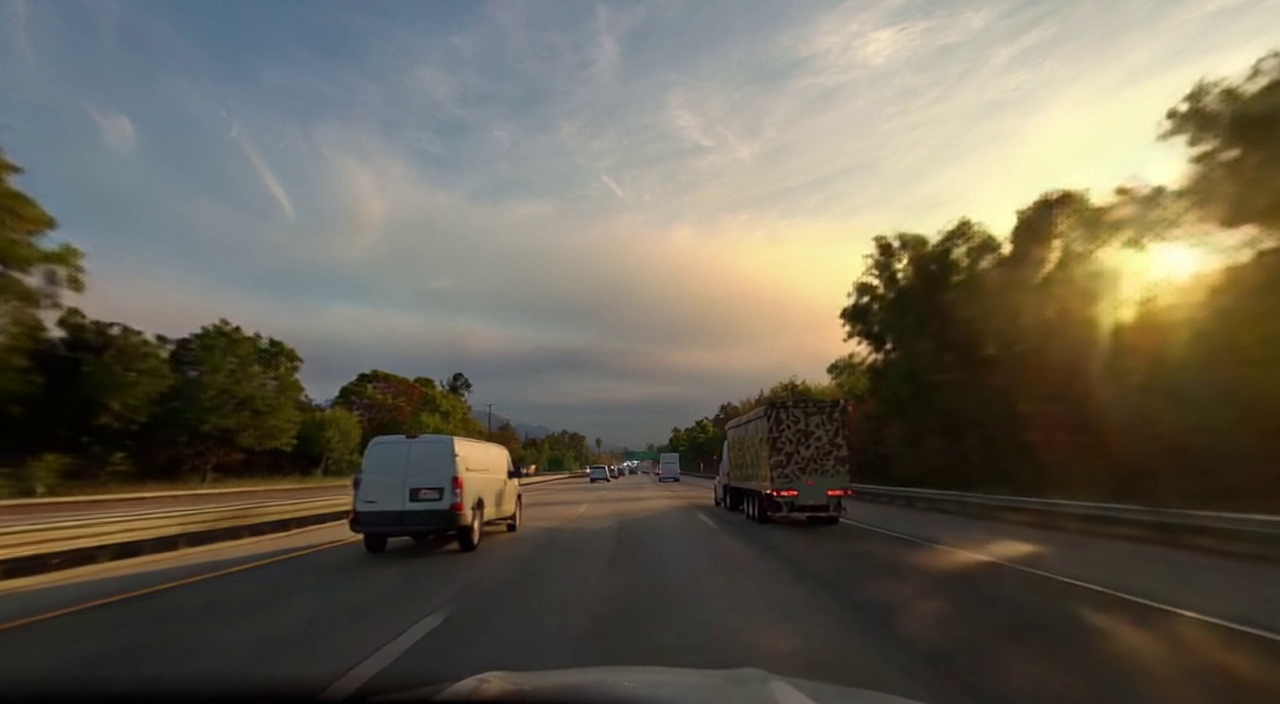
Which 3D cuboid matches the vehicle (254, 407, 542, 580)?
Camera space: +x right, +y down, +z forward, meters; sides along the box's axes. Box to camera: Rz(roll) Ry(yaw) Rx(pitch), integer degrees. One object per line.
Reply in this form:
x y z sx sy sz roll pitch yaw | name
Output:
-3.153 2.074 9.795 2.378 1.930 5.086 1 -10 1 | vehicle

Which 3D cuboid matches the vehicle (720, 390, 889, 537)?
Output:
3.719 2.769 15.661 2.703 2.988 5.097 1 -10 -1 | vehicle
